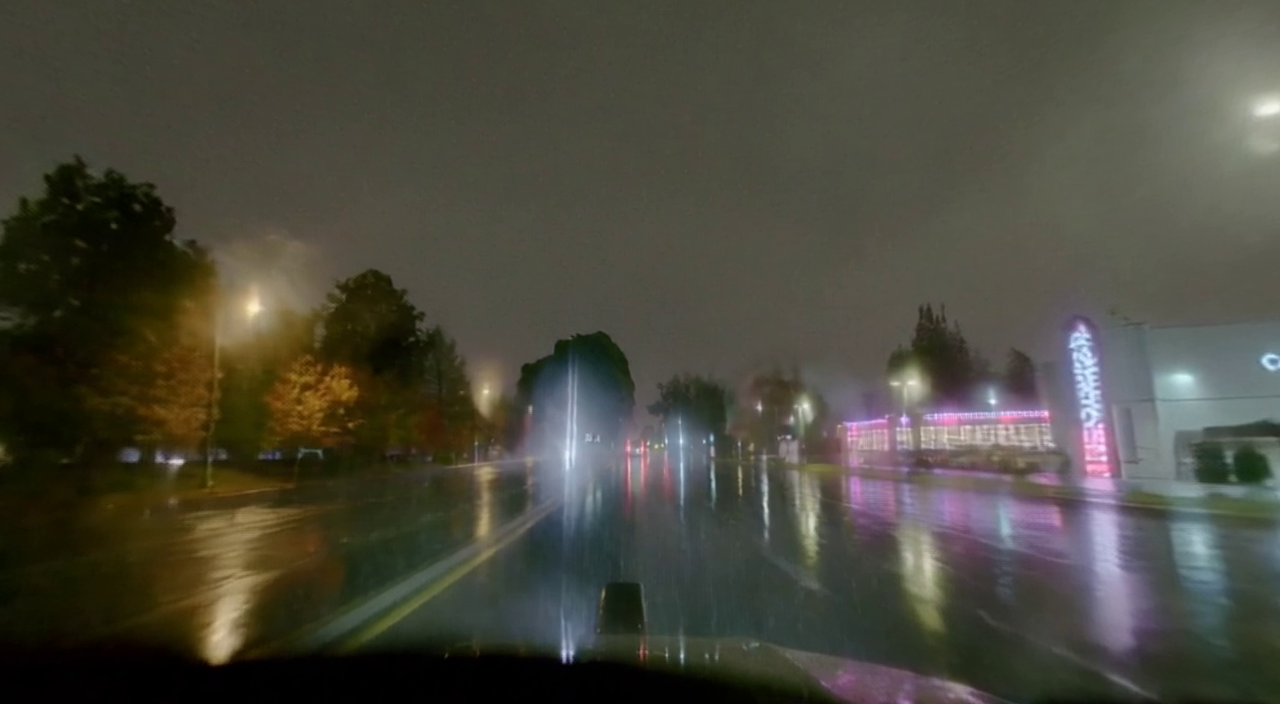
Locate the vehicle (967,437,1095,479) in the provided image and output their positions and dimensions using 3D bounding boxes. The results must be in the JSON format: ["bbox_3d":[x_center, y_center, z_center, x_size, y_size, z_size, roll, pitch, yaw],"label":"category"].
[{"bbox_3d":[18.890,5.125,30.715,4.739,1.916,2.136,0,-8,1],"label":"vehicle"}]

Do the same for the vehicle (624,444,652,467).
[{"bbox_3d":[-0.167,8.061,49.310,2.095,1.647,4.205,0,-8,-1],"label":"vehicle"}]

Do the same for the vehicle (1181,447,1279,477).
[{"bbox_3d":[31.695,5.881,34.006,1.739,1.471,3.811,0,-8,-1],"label":"vehicle"}]
